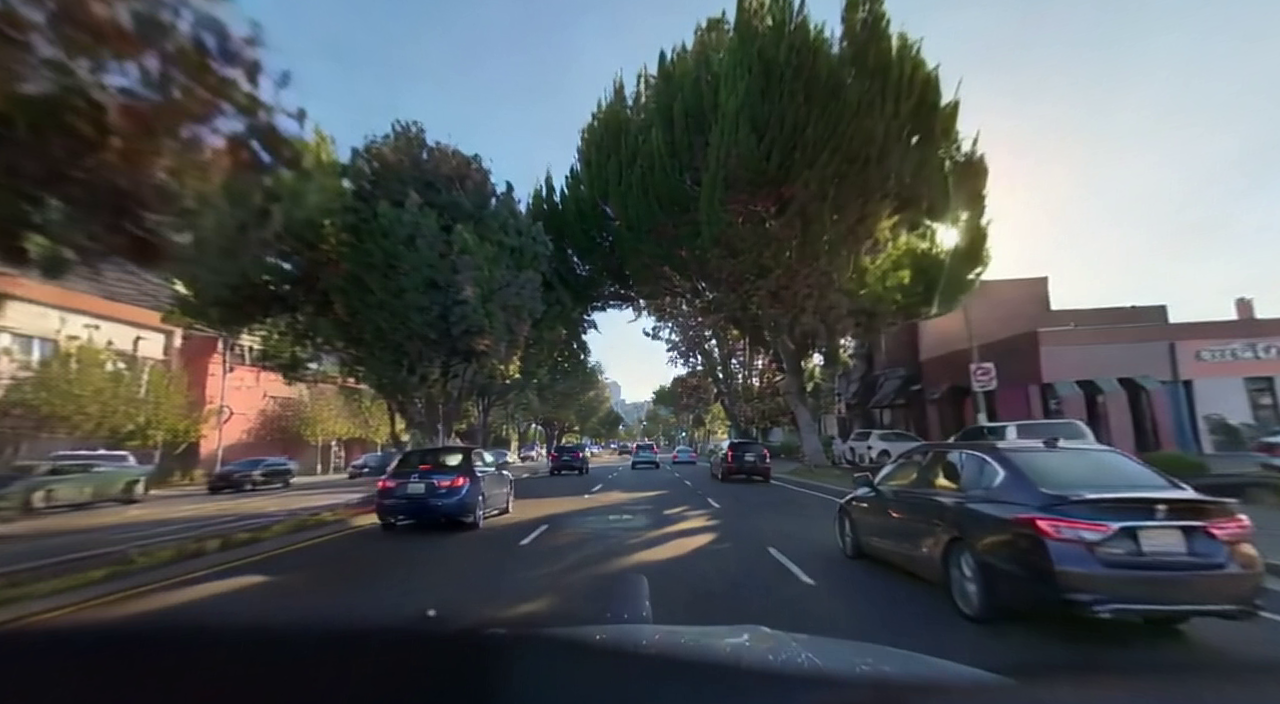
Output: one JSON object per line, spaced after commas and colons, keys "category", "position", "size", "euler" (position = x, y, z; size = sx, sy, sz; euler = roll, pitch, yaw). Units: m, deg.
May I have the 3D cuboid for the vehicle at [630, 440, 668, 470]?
{"category": "vehicle", "position": [0.532, 6.196, 38.021], "size": [2.192, 1.674, 4.124], "euler": [0, -8, 0]}

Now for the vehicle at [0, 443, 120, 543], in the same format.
{"category": "vehicle", "position": [-11.986, 2.435, 10.930], "size": [1.993, 1.696, 4.529], "euler": [0, -8, 1]}

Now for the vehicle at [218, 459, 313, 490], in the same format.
{"category": "vehicle", "position": [-20.457, 6.695, 34.718], "size": [2.223, 1.461, 4.721], "euler": [0, -8, 3]}

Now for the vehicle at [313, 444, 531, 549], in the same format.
{"category": "vehicle", "position": [-3.245, 2.226, 10.497], "size": [2.013, 1.354, 4.393], "euler": [0, -8, 1]}

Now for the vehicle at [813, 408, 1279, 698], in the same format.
{"category": "vehicle", "position": [3.140, 1.390, 5.648], "size": [1.919, 1.502, 4.572], "euler": [0, -8, 1]}

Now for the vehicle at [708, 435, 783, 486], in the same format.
{"category": "vehicle", "position": [3.835, 4.042, 23.865], "size": [1.980, 1.709, 4.813], "euler": [0, -8, 0]}

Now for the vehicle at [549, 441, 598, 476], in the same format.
{"category": "vehicle", "position": [-3.323, 5.383, 32.121], "size": [1.988, 1.645, 3.995], "euler": [0, -8, 1]}
